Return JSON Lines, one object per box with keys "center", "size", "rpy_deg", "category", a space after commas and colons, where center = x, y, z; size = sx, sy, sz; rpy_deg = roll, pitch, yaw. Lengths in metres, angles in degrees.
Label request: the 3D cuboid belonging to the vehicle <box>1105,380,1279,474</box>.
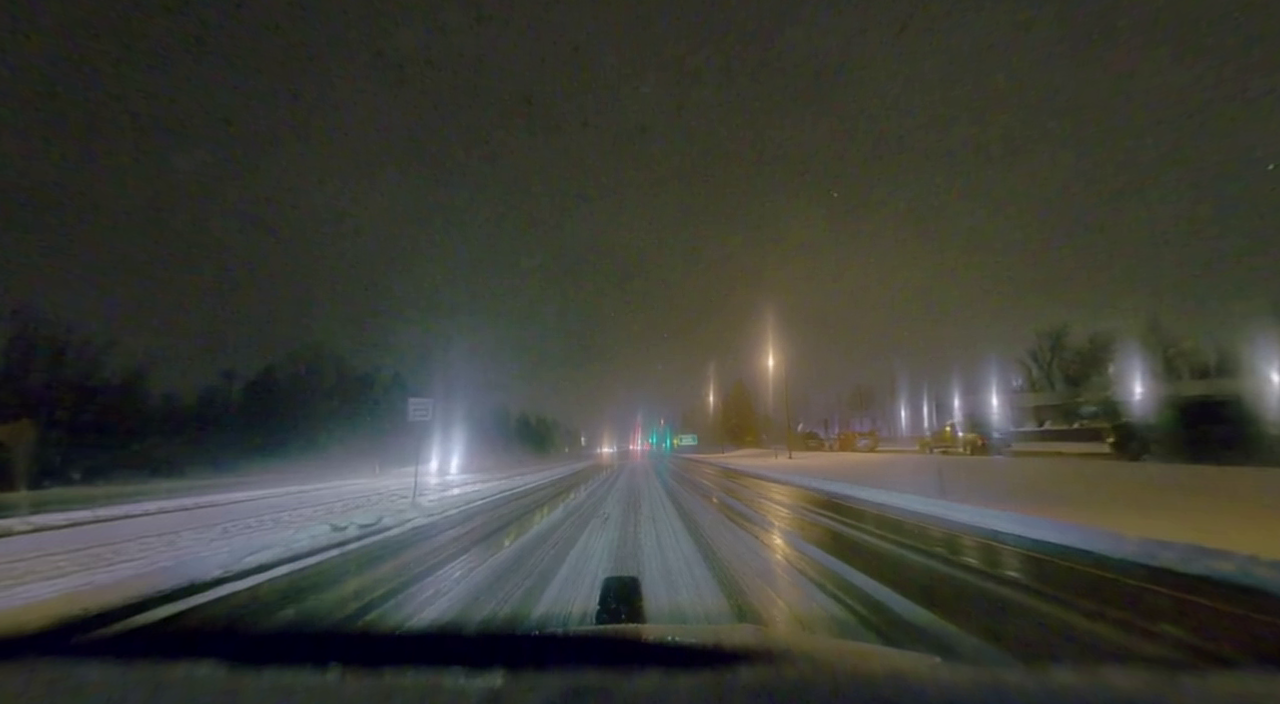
{"center": [30.133, 3.886, 32.068], "size": [2.914, 4.132, 13.954], "rpy_deg": [-3, -8, 3], "category": "vehicle"}
